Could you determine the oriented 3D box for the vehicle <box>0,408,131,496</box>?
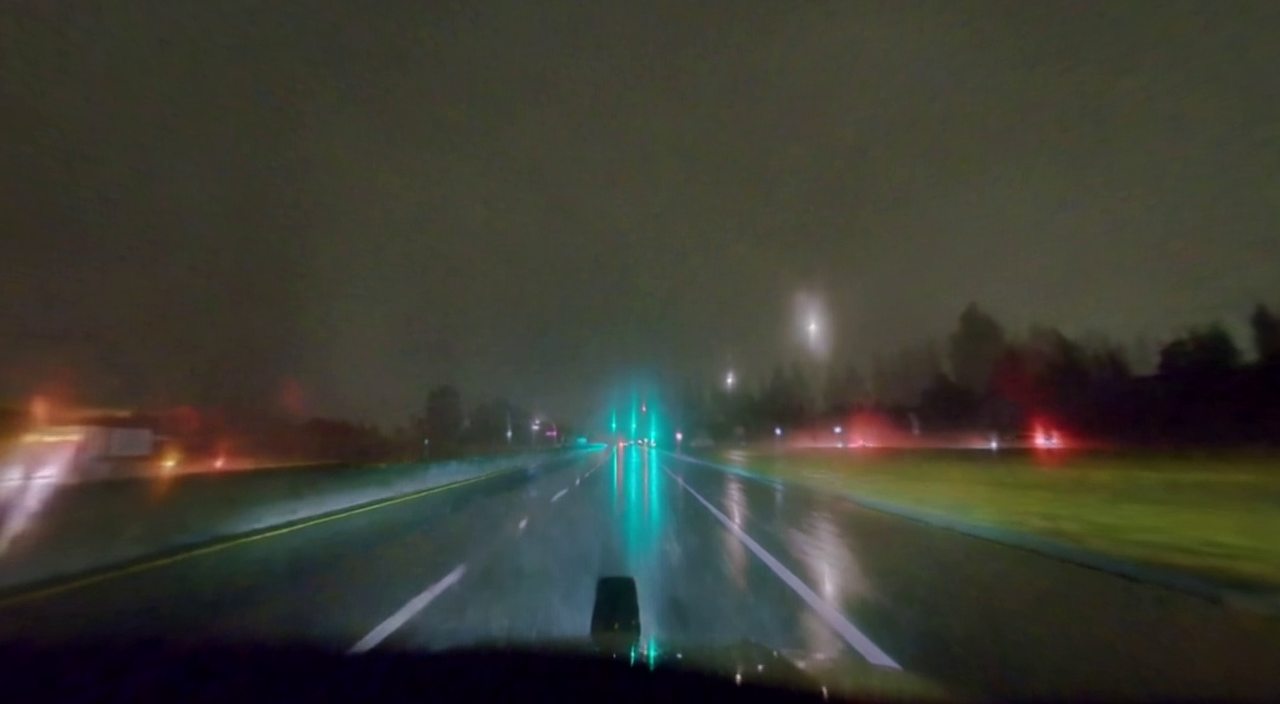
[{"bbox_3d":[-29.283,4.894,31.139,3.028,3.909,5.951,-1,-8,0],"label":"vehicle"}]
